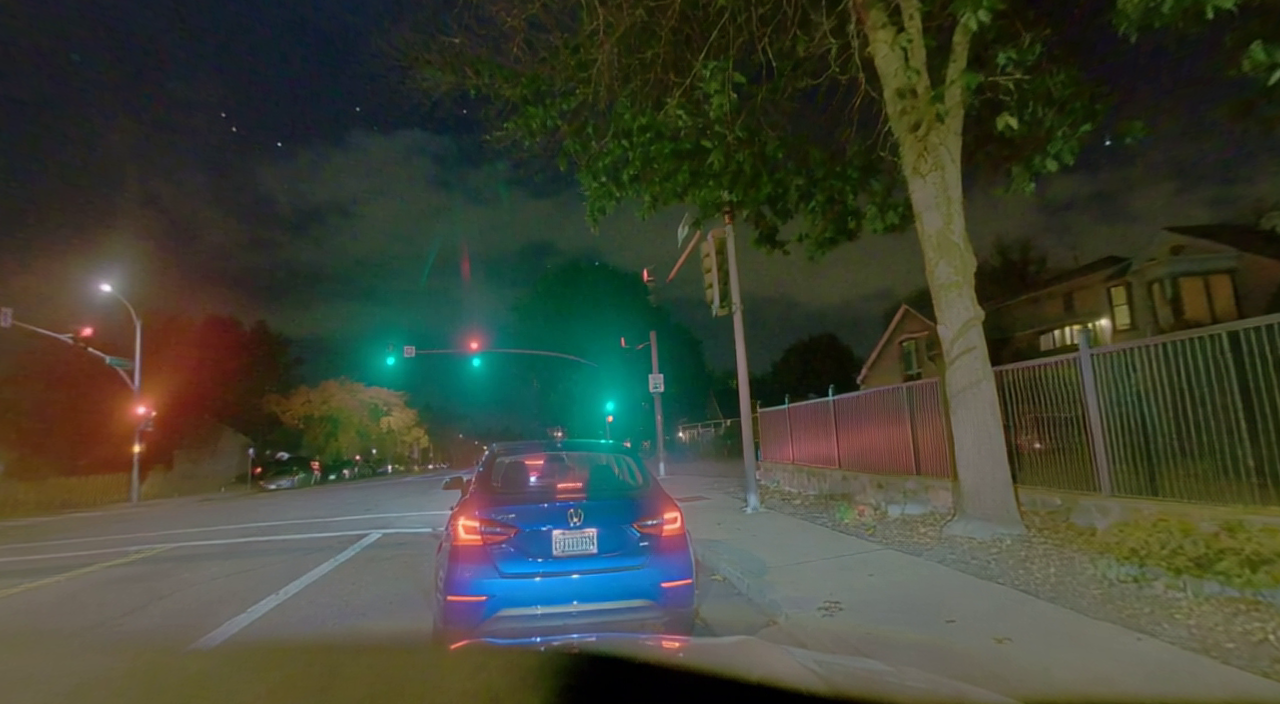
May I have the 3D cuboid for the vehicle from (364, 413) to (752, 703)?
[{"bbox_3d":[-0.675,1.359,5.228,2.024,1.502,3.702,1,-9,-9],"label":"vehicle"}]
